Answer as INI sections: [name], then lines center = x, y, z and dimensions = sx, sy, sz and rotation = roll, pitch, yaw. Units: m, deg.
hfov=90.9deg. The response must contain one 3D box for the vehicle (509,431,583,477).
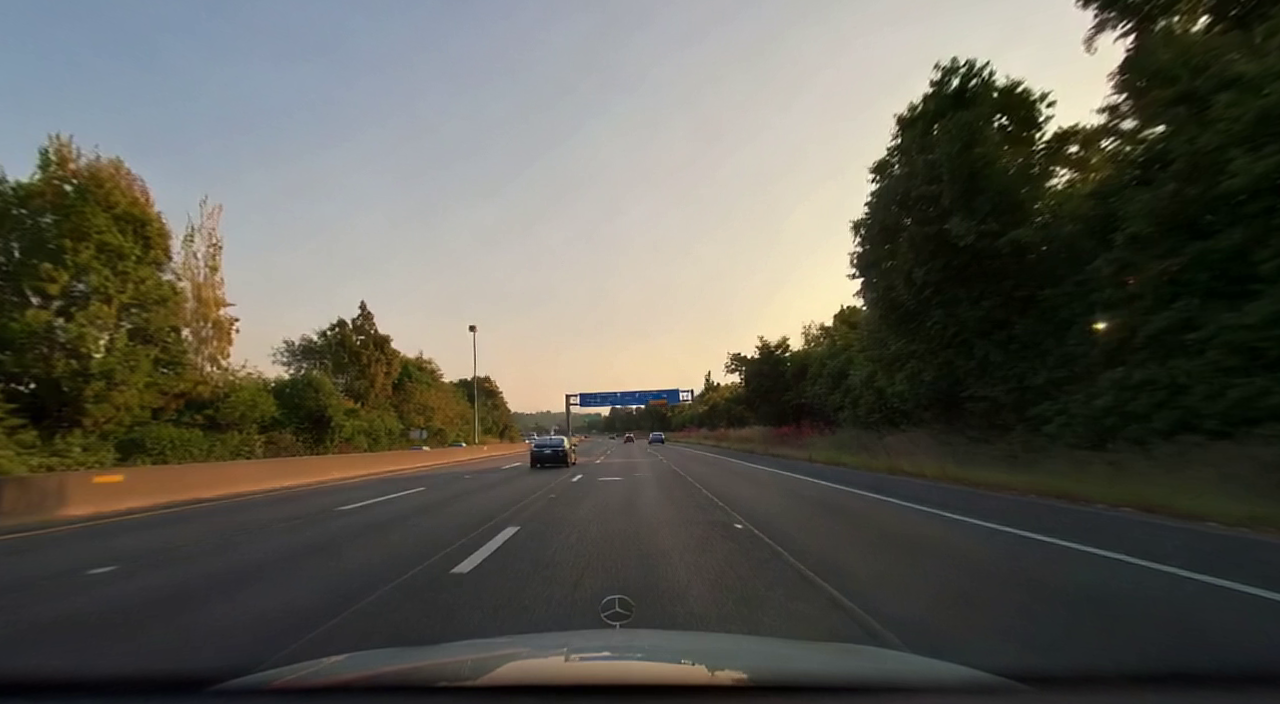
[vehicle]
center = -3.262, 3.605, 22.627
dimensions = 2.000, 1.491, 3.913
rotation = 0, -8, 1
